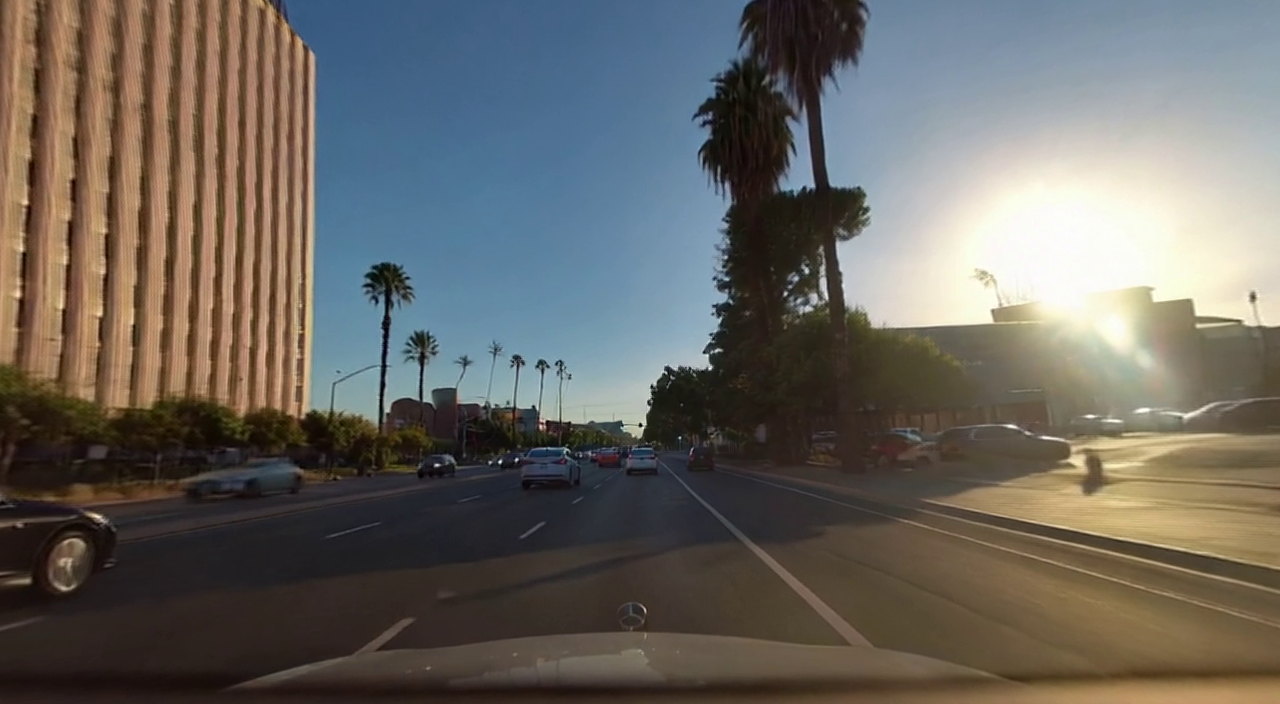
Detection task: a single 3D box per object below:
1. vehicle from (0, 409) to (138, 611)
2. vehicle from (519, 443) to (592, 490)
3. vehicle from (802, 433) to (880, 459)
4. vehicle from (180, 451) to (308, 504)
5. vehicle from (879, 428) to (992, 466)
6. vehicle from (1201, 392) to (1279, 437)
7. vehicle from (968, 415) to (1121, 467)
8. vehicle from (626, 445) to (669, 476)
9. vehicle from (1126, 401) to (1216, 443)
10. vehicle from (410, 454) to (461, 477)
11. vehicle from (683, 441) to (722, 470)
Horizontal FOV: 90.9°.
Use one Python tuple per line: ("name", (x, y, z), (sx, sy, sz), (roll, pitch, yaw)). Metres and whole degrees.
("vehicle", (-6.583, 1.234, 4.587), (2.030, 1.730, 4.506), (0, -9, 1))
("vehicle", (-2.921, 4.076, 22.786), (1.908, 1.505, 4.369), (0, -9, 2))
("vehicle", (12.322, 5.785, 38.606), (4.378, 1.463, 1.824), (5, -9, -23))
("vehicle", (-14.247, 4.499, 23.037), (1.841, 1.697, 4.289), (0, -9, 1))
("vehicle", (12.151, 3.920, 25.924), (4.284, 1.450, 1.927), (5, -10, -28))
("vehicle", (23.324, 2.442, 23.950), (4.576, 1.511, 1.801), (6, -10, -34))
("vehicle", (12.747, 2.796, 19.824), (4.749, 1.457, 1.806), (3, -11, -28))
("vehicle", (0.380, 5.670, 33.211), (2.147, 1.507, 3.953), (0, -9, 1))
("vehicle", (23.327, 3.060, 27.634), (4.049, 1.503, 1.847), (2, -12, -36))
("vehicle", (-14.023, 7.822, 43.572), (1.923, 1.454, 4.520), (0, -9, 1))
("vehicle", (4.076, 6.838, 41.808), (2.108, 1.785, 4.334), (0, -9, -1))
